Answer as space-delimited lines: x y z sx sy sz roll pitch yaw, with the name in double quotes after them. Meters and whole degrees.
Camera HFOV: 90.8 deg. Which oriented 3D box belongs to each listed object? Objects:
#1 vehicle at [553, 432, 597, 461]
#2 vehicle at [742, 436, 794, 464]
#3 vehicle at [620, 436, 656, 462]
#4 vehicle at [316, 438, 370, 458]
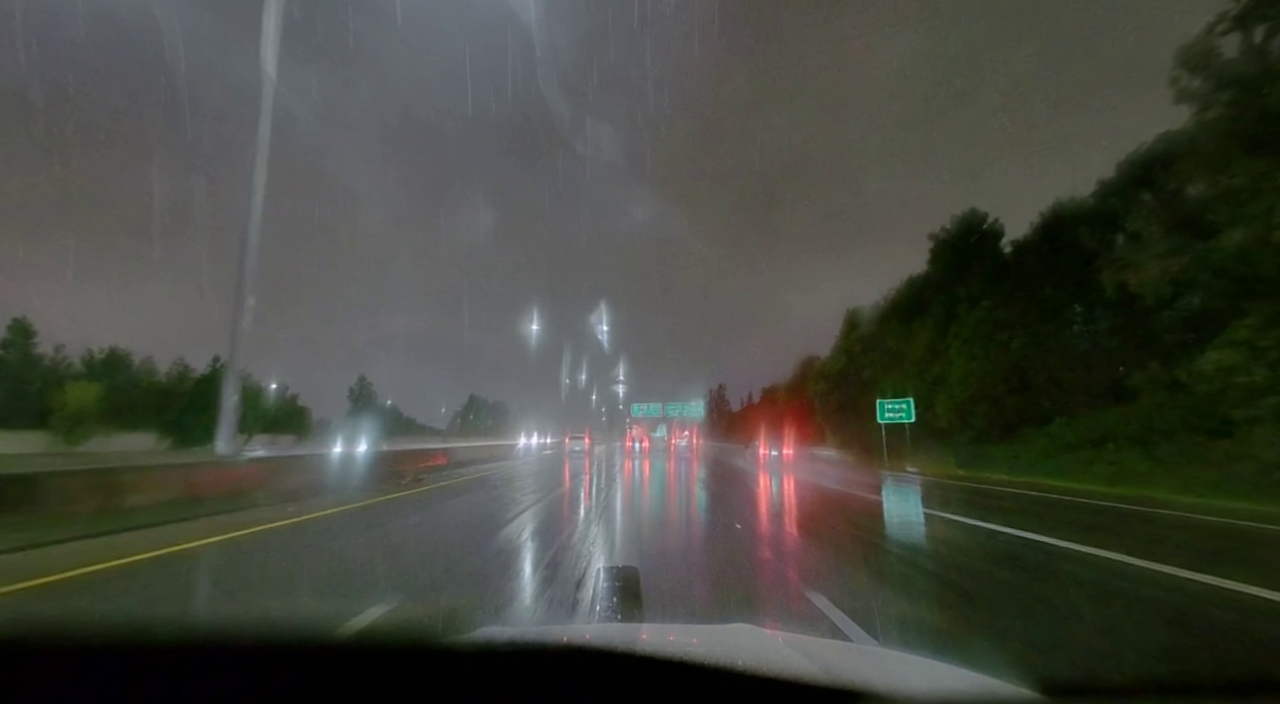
-3.902 5.836 38.860 2.123 1.661 4.601 0 -8 1 "vehicle"
7.281 5.639 36.437 1.935 1.478 4.433 0 -9 -1 "vehicle"
-0.134 5.731 37.298 1.985 1.457 4.227 0 -8 0 "vehicle"
-22.937 7.458 48.989 1.970 1.465 4.722 0 -9 0 "vehicle"
